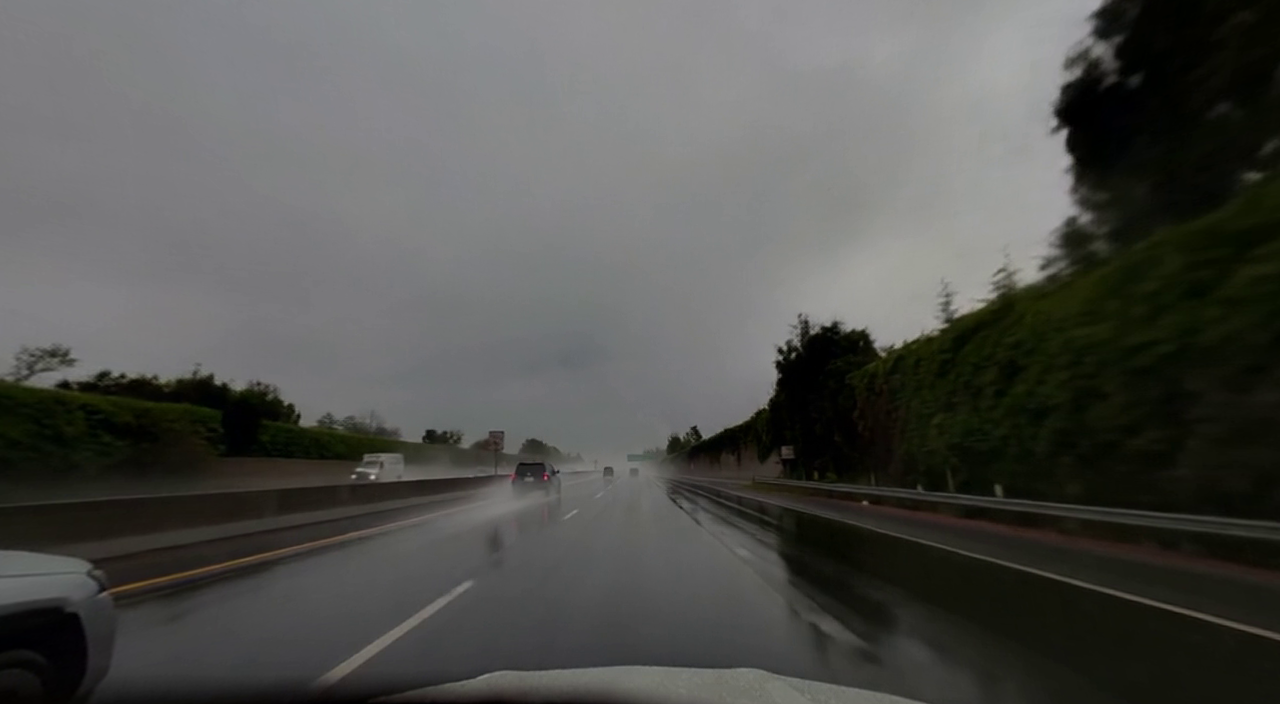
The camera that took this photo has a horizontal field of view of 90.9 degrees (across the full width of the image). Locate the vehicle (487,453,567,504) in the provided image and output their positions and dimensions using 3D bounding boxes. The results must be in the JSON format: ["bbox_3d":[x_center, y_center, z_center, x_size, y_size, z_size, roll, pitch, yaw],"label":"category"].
[{"bbox_3d":[-4.301,4.941,24.871,2.178,1.736,4.847,1,-10,0],"label":"vehicle"}]

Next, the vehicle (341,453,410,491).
[{"bbox_3d":[-20.529,9.371,49.268,2.557,2.682,6.194,1,-10,0],"label":"vehicle"}]
